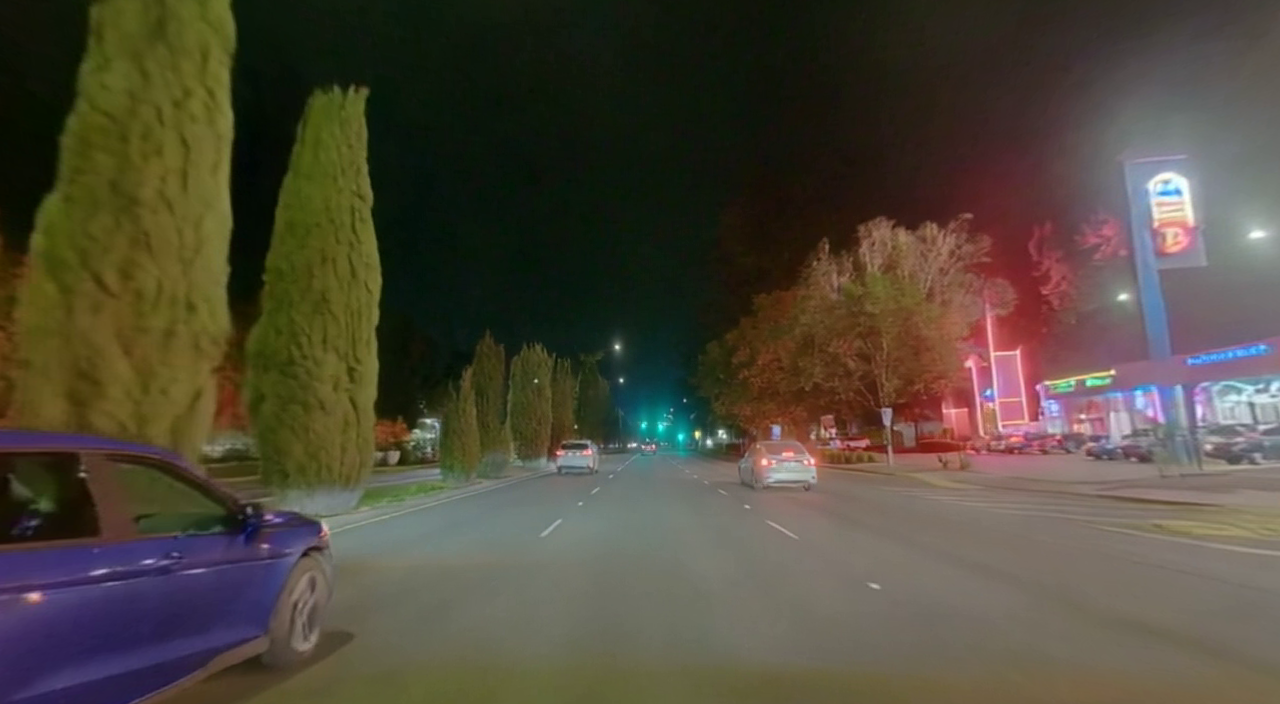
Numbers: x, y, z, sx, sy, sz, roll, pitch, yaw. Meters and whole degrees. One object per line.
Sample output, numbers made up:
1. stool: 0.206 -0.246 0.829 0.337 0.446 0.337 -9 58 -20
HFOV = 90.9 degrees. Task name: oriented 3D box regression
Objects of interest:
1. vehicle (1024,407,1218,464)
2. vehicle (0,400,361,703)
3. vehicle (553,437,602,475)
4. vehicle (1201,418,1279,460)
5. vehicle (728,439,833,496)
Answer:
1. vehicle: 20.456 3.681 27.543 2.705 2.011 7.332 -3 -8 1
2. vehicle: -3.012 0.887 1.905 2.082 1.460 4.922 0 -8 0
3. vehicle: -3.109 5.277 32.195 1.981 1.731 4.360 -1 -8 1
4. vehicle: 26.475 3.612 26.145 2.047 1.662 4.510 0 -8 -2
5. vehicle: 4.049 3.403 19.095 2.036 1.480 4.659 0 -8 -1
